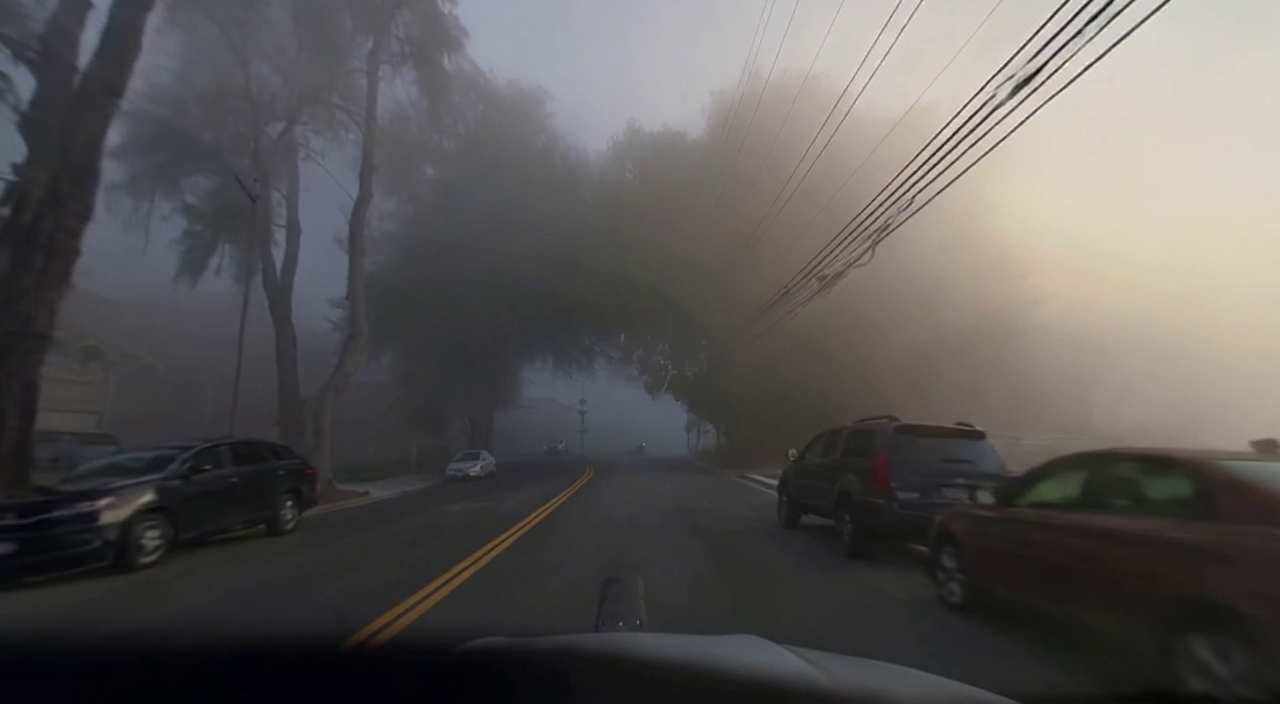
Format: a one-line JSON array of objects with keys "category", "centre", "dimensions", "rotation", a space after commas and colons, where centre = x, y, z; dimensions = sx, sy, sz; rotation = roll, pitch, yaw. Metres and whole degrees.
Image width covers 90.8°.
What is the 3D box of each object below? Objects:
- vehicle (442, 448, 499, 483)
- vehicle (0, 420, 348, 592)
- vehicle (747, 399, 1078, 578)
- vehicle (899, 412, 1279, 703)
[{"category": "vehicle", "centre": [-7.690, 5.155, 29.051], "dimensions": [1.902, 1.456, 4.451], "rotation": [1, -8, -7]}, {"category": "vehicle", "centre": [-6.784, 2.035, 9.471], "dimensions": [2.151, 1.789, 5.482], "rotation": [0, -8, 0]}, {"category": "vehicle", "centre": [3.271, 1.810, 9.365], "dimensions": [2.202, 1.805, 5.756], "rotation": [0, -8, -1]}, {"category": "vehicle", "centre": [3.321, 1.120, 3.467], "dimensions": [1.869, 1.453, 4.237], "rotation": [0, -8, -2]}]
